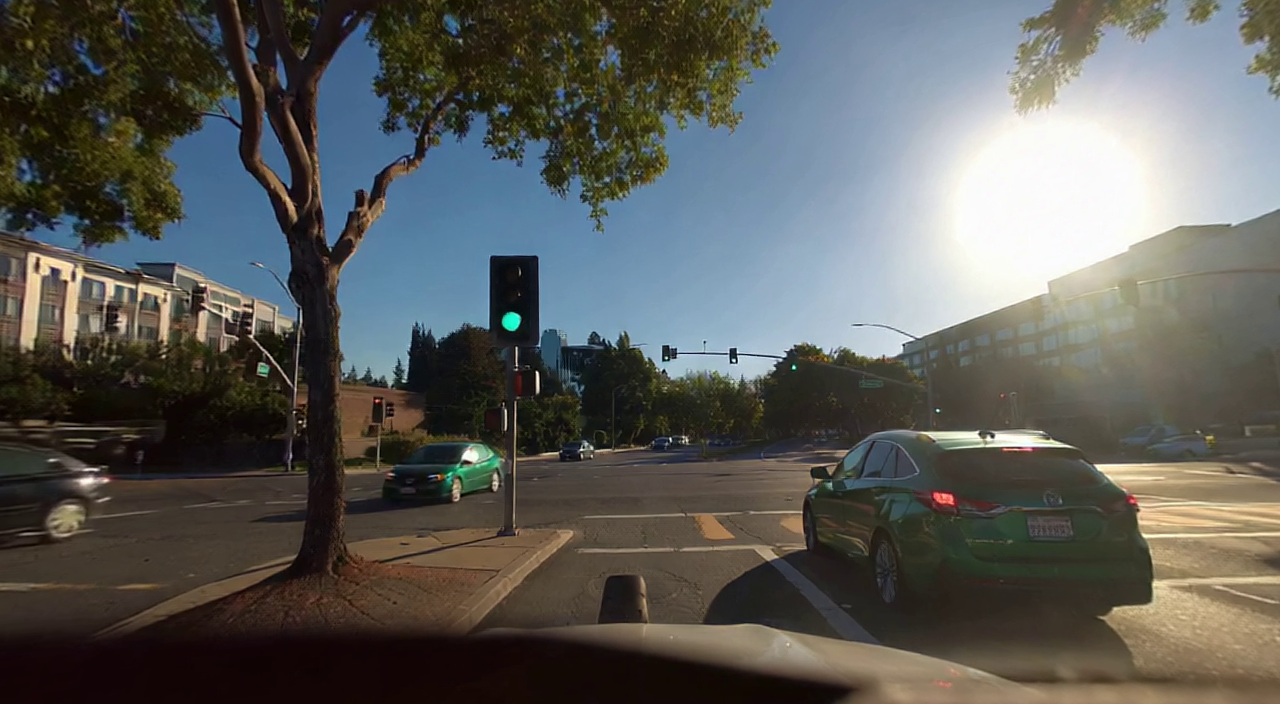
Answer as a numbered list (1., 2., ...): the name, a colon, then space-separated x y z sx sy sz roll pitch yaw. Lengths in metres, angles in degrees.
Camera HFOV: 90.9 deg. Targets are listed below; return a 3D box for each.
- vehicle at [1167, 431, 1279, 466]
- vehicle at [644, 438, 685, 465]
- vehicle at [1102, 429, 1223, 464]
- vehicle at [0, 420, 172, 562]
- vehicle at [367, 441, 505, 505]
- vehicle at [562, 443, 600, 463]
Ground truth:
1. vehicle: 26.301 4.247 27.888 4.644 1.470 1.922 1 -8 -10
2. vehicle: 1.726 6.774 43.262 2.197 1.739 4.177 -2 -8 10
3. vehicle: 25.910 4.683 31.365 4.441 1.674 2.035 1 -8 -8
4. vehicle: -8.832 1.743 8.035 2.198 1.703 4.461 0 -8 2
5. vehicle: -5.286 3.186 17.135 2.016 1.474 4.634 -1 -8 3
6. vehicle: -4.485 7.726 48.441 1.877 1.481 3.853 -2 -8 11
